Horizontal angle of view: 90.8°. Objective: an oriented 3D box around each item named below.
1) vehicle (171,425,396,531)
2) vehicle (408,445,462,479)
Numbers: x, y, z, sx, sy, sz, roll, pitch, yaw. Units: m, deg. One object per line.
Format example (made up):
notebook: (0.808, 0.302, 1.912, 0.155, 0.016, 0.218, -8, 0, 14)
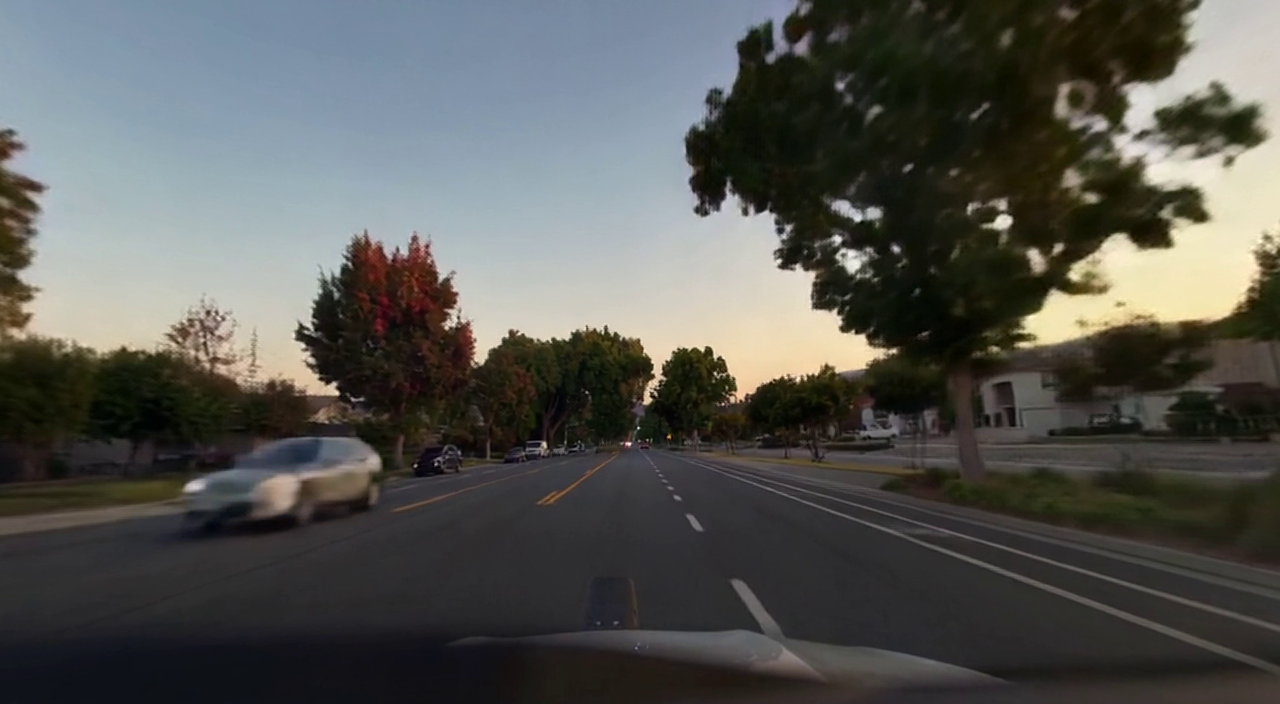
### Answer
vehicle: (-7.043, 2.516, 13.220, 2.054, 1.814, 4.543, 0, -9, -1)
vehicle: (-12.404, 6.628, 38.461, 2.000, 1.821, 4.314, -2, -8, -3)
